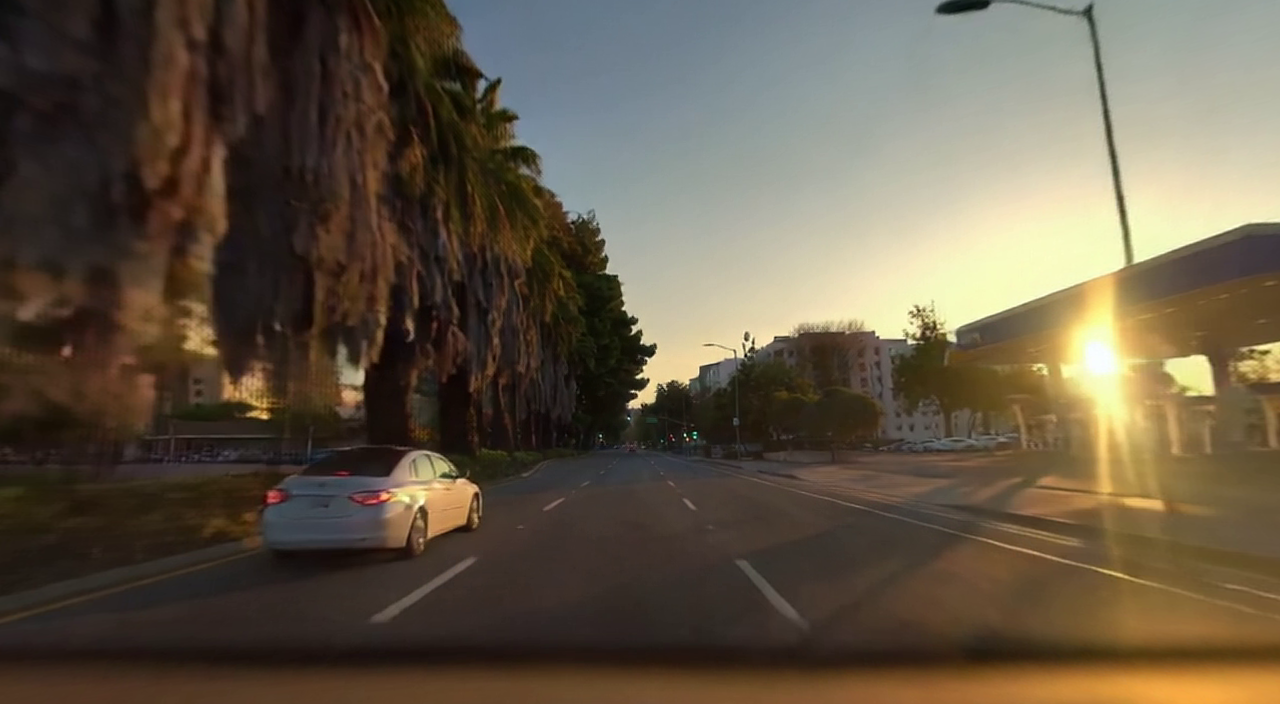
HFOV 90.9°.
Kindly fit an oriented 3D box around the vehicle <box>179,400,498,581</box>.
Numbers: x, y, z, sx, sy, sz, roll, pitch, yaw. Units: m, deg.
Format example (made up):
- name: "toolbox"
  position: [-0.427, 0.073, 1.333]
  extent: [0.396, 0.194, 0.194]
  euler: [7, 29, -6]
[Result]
- name: "vehicle"
  position: [-3.456, 1.686, 8.458]
  extent: [2.011, 1.756, 4.478]
  euler: [0, -9, 0]
